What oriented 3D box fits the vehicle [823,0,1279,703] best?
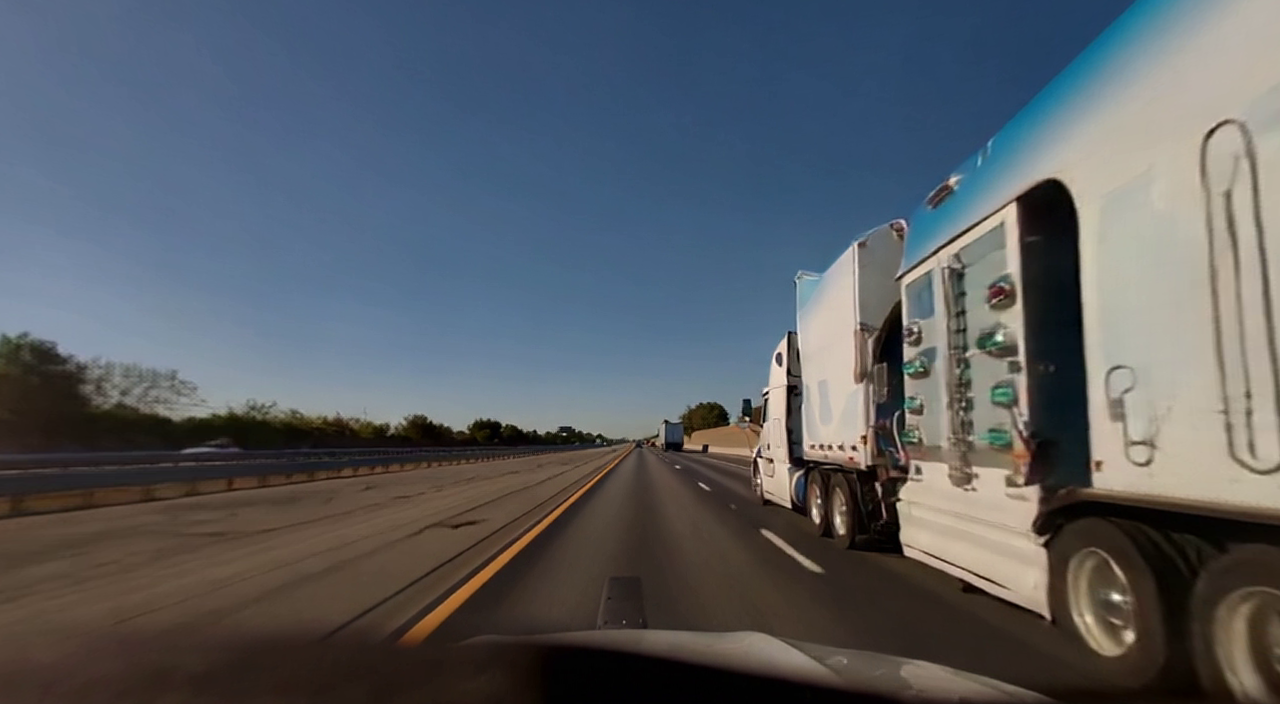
[{"bbox_3d":[3.987,-0.388,0.244,2.976,4.114,16.788,0,-8,1],"label":"vehicle"}]
